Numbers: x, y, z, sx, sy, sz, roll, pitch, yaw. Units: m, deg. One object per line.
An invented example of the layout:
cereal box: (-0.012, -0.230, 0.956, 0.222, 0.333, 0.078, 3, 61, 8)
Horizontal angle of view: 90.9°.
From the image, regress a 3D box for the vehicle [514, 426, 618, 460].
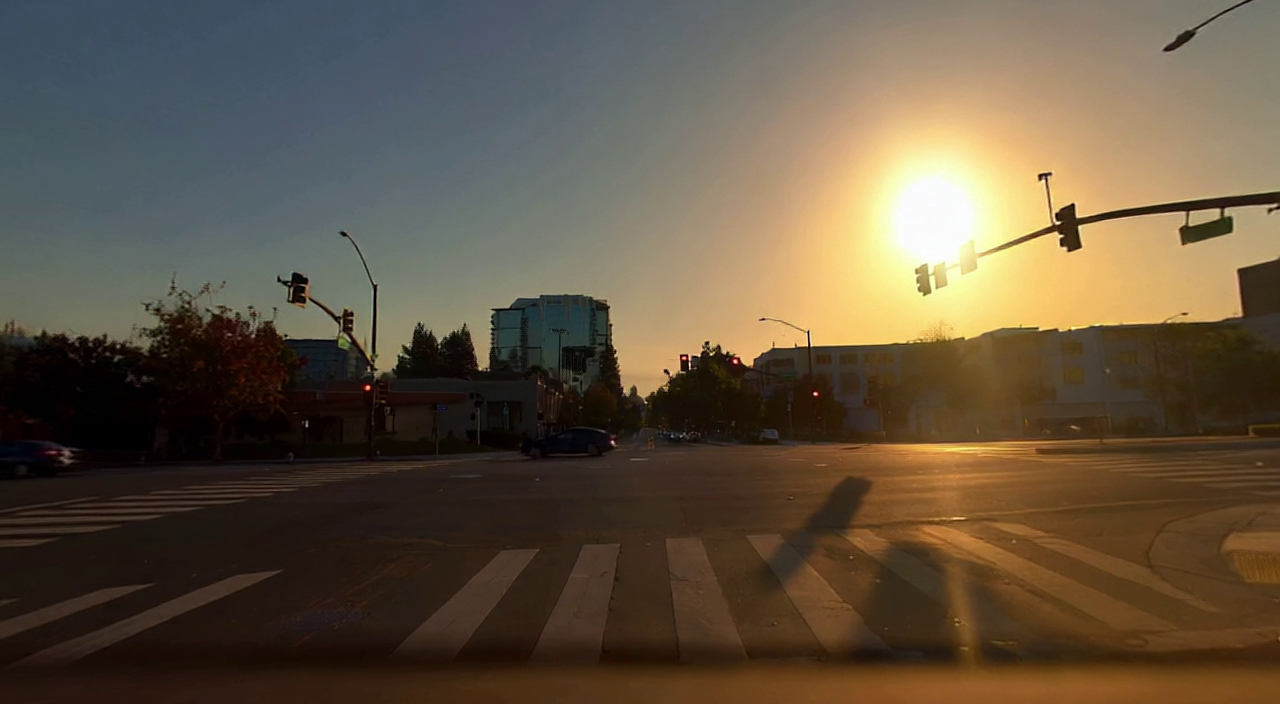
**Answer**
vehicle: (-3.345, 4.110, 28.506, 4.510, 1.431, 1.884, 1, -9, -8)

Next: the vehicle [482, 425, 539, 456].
vehicle: (-8.285, 5.734, 40.870, 2.000, 1.864, 5.044, -1, -9, 7)
